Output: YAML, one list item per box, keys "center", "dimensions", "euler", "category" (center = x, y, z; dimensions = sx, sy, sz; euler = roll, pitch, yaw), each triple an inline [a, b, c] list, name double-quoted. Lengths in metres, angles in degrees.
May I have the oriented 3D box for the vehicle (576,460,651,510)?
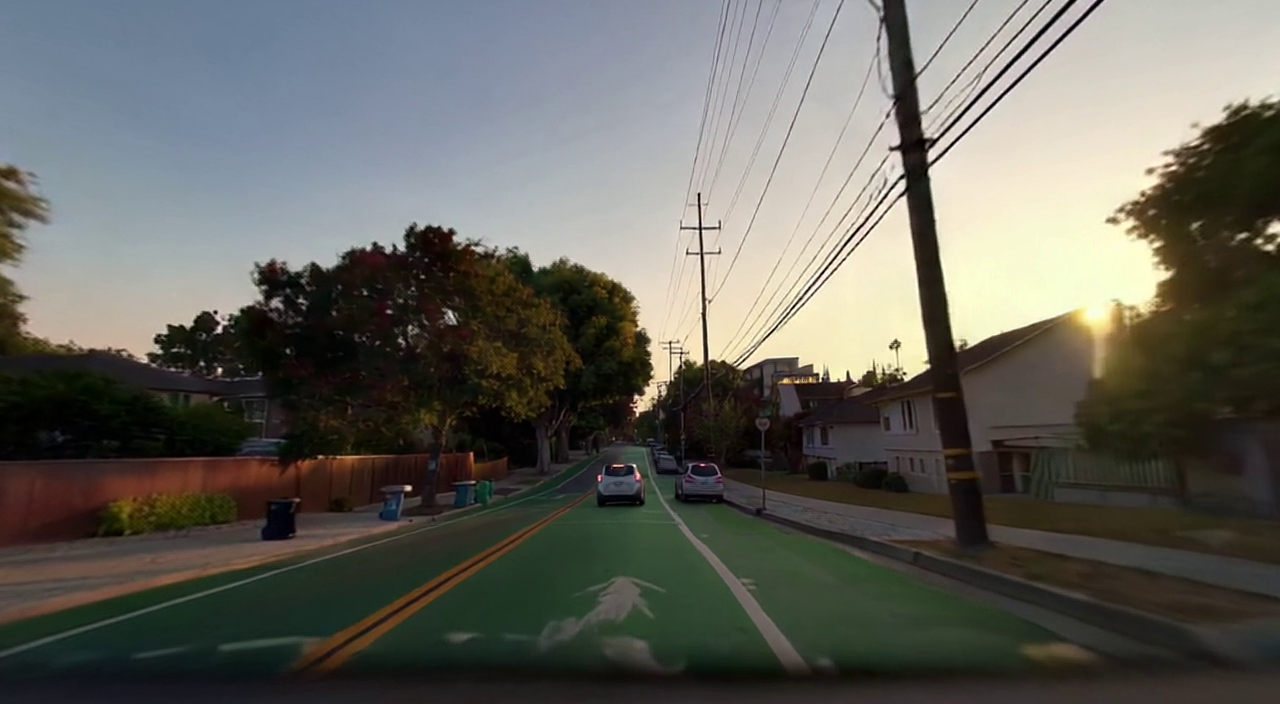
- center: [-0.838, 4.694, 22.723]
  dimensions: [2.235, 1.500, 4.496]
  euler: [-1, -8, 3]
  category: "vehicle"

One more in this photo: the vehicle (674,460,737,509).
- center: [2.559, 5.306, 25.706]
  dimensions: [1.909, 1.694, 4.472]
  euler: [0, -8, -2]
  category: "vehicle"
